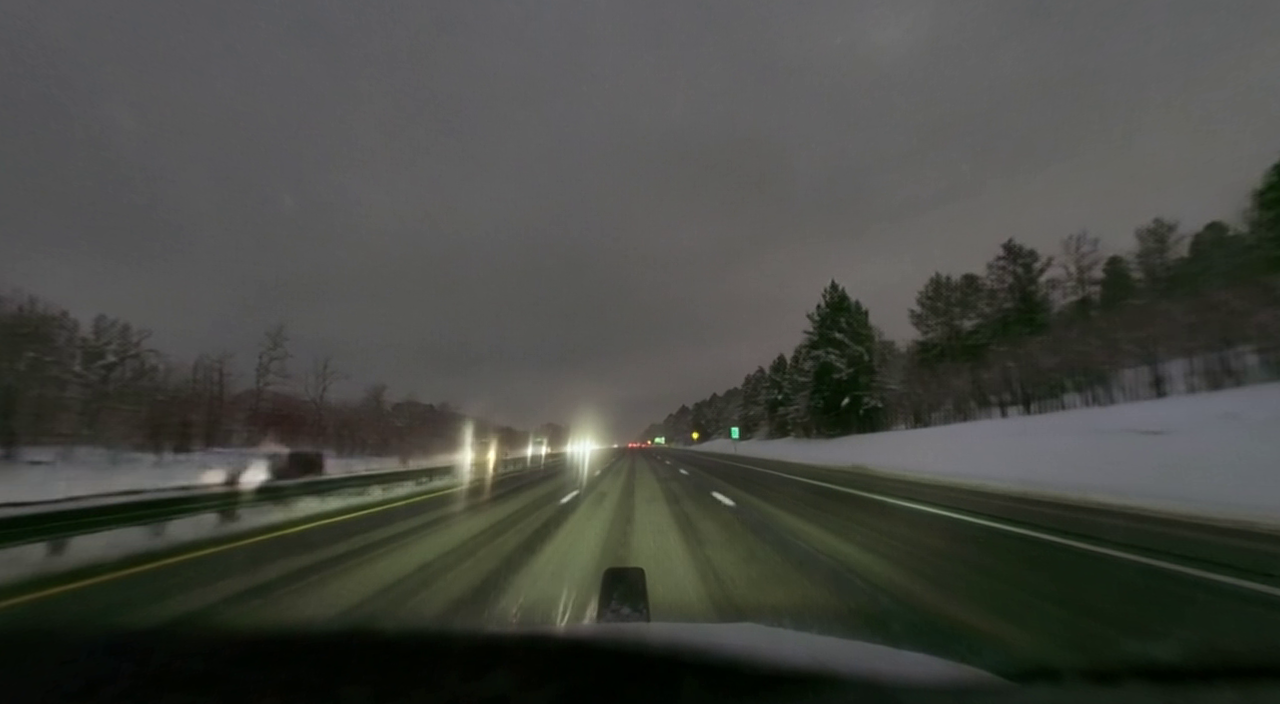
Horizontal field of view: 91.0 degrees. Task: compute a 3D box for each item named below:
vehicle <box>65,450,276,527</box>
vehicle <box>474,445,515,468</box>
[{"bbox_3d":[-10.534,3.038,14.567,1.821,1.477,3.939,0,-8,0],"label":"vehicle"},{"bbox_3d":[-10.398,7.489,45.269,1.934,1.497,4.181,0,-8,0],"label":"vehicle"}]
